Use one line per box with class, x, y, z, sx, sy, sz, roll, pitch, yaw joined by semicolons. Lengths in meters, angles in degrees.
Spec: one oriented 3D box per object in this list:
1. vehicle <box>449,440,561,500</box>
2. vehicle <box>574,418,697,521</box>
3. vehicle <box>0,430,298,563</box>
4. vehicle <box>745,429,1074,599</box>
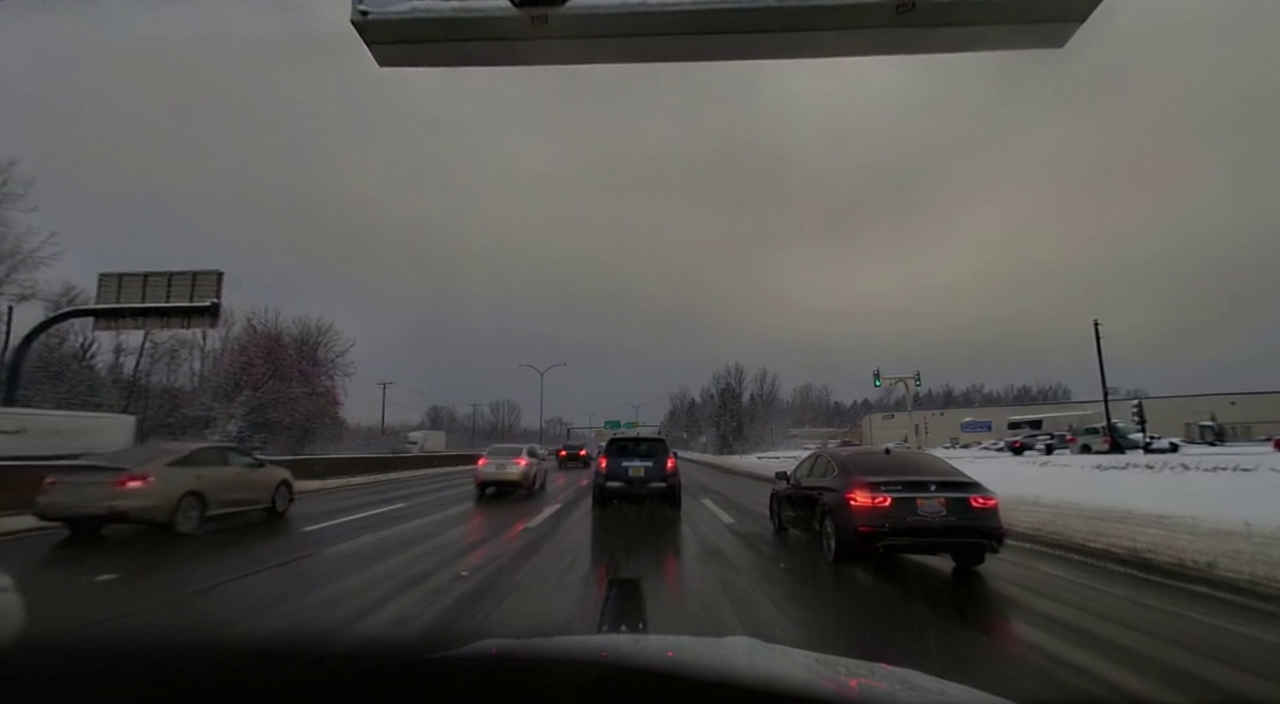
vehicle;-3.613;3.256;17.870;2.132;1.464;4.481;0;-9;1
vehicle;-0.084;2.361;13.106;2.152;1.779;3.924;0;-9;0
vehicle;-7.414;1.978;9.454;1.933;1.476;4.652;0;-9;1
vehicle;2.755;1.765;7.850;2.018;1.470;4.491;0;-9;-1
